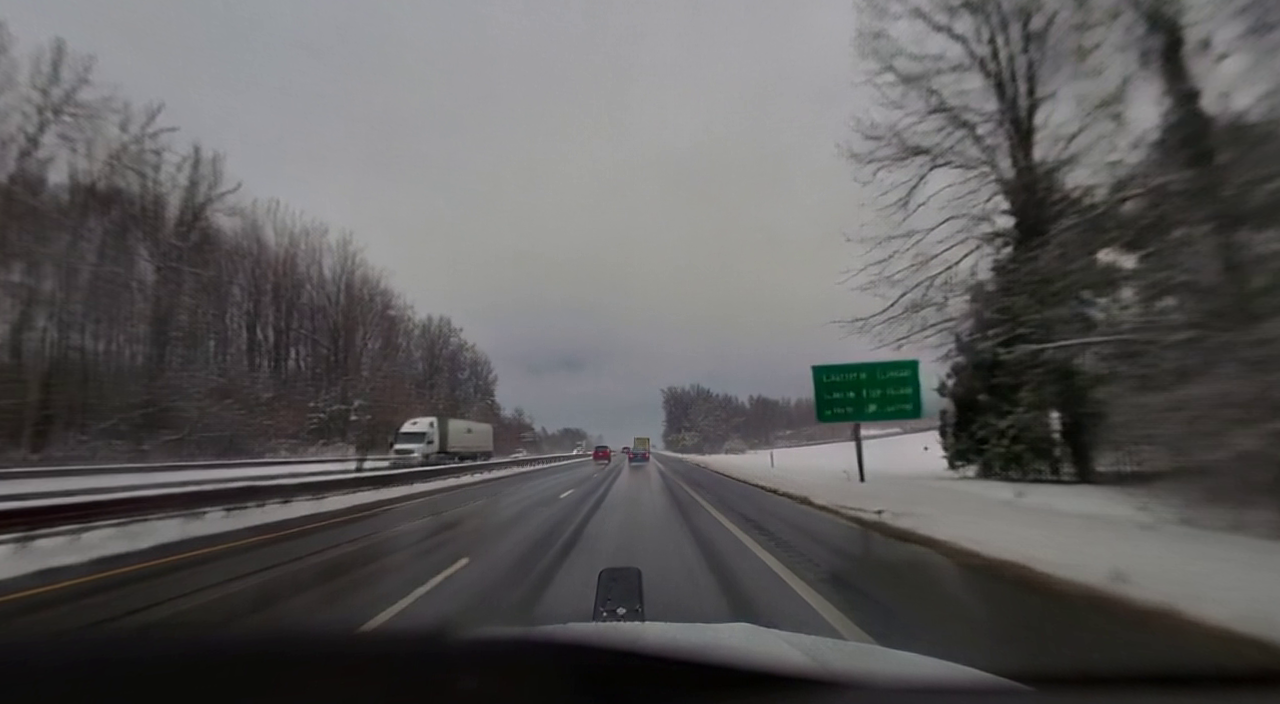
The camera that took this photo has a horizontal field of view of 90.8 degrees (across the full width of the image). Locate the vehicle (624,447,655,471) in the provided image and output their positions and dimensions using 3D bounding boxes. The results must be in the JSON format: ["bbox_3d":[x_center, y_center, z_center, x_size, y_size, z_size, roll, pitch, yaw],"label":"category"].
[{"bbox_3d":[-0.038,6.630,39.201,1.853,1.436,3.438,0,-9,-1],"label":"vehicle"}]

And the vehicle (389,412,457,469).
[{"bbox_3d":[-16.134,6.672,47.367,2.910,3.942,5.877,0,-9,1],"label":"vehicle"}]
